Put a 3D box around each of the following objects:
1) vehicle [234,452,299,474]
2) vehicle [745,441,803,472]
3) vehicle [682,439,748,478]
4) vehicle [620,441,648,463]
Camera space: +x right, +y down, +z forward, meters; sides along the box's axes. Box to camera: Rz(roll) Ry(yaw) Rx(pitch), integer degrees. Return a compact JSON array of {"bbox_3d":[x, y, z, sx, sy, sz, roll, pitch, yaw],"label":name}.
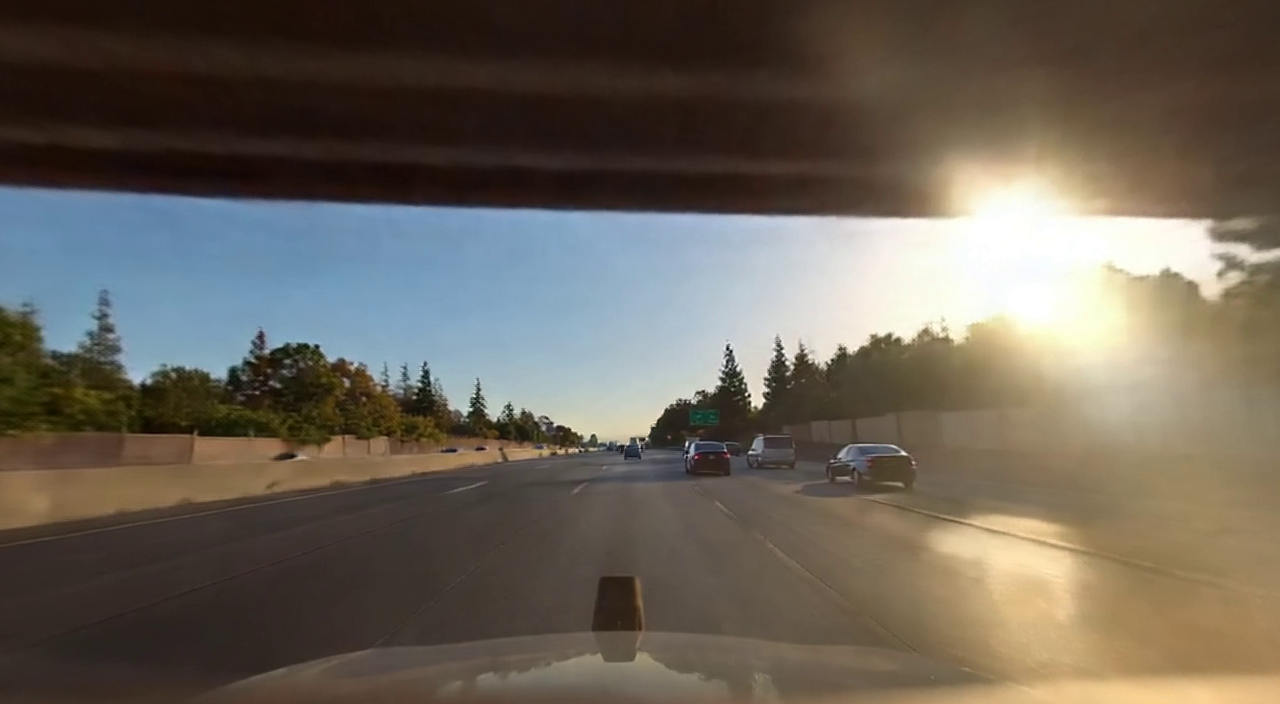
[{"bbox_3d":[-26.786,7.940,45.514,1.882,1.470,4.599,0,-9,0],"label":"vehicle"},{"bbox_3d":[6.991,5.479,33.420,1.946,1.497,4.467,0,-8,-2],"label":"vehicle"},{"bbox_3d":[3.042,4.434,26.548,2.076,1.472,4.562,0,-8,-2],"label":"vehicle"},{"bbox_3d":[-0.491,7.544,47.872,2.029,1.595,4.207,0,-8,-1],"label":"vehicle"}]
